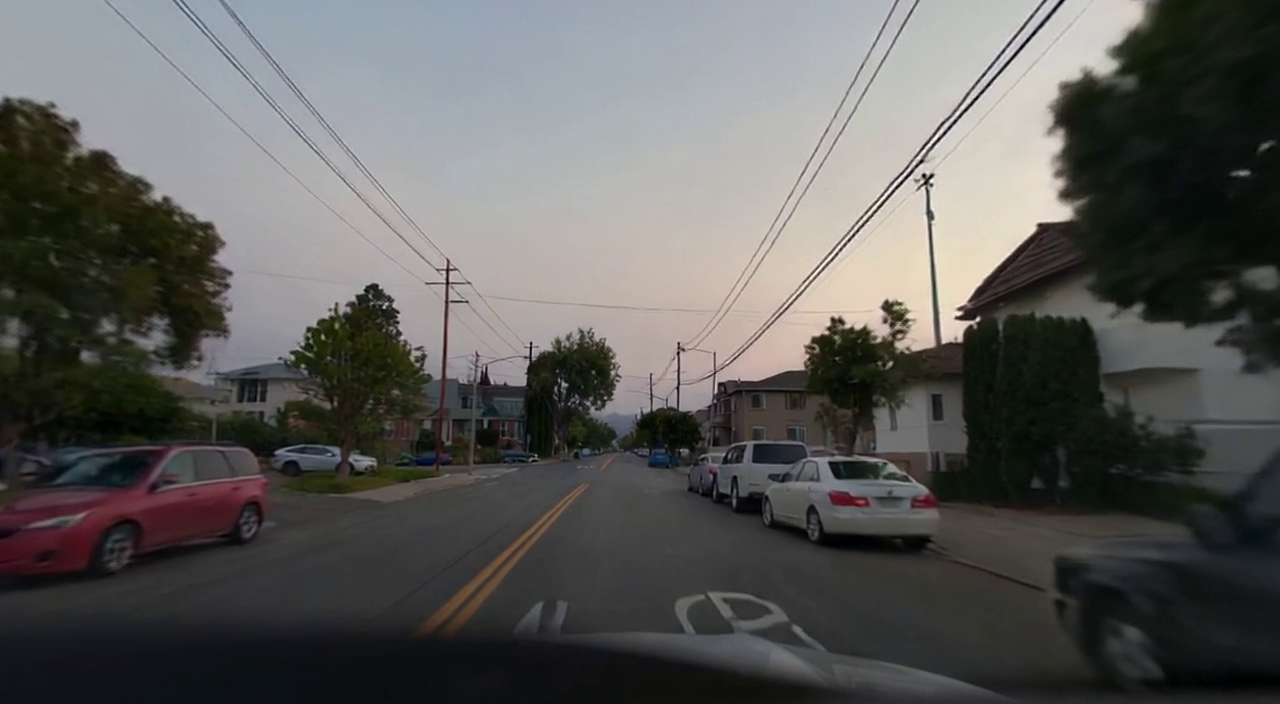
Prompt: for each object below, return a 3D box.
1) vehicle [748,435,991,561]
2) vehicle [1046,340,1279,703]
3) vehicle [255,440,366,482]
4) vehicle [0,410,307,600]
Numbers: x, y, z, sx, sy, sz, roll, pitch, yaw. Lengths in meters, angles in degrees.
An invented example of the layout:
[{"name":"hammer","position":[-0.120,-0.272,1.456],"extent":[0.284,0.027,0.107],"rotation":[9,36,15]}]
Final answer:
[{"name":"vehicle","position":[3.294,2.207,10.363],"extent":[1.895,1.537,4.844],"rotation":[1,-9,-4]},{"name":"vehicle","position":[3.354,0.713,1.509],"extent":[1.936,1.756,4.127],"rotation":[0,-9,-1]},{"name":"vehicle","position":[-17.207,5.650,33.140],"extent":[4.822,1.868,2.015],"rotation":[4,-10,-39]},{"name":"vehicle","position":[-6.724,1.843,8.584],"extent":[1.992,1.853,4.561],"rotation":[0,-8,-2]}]
